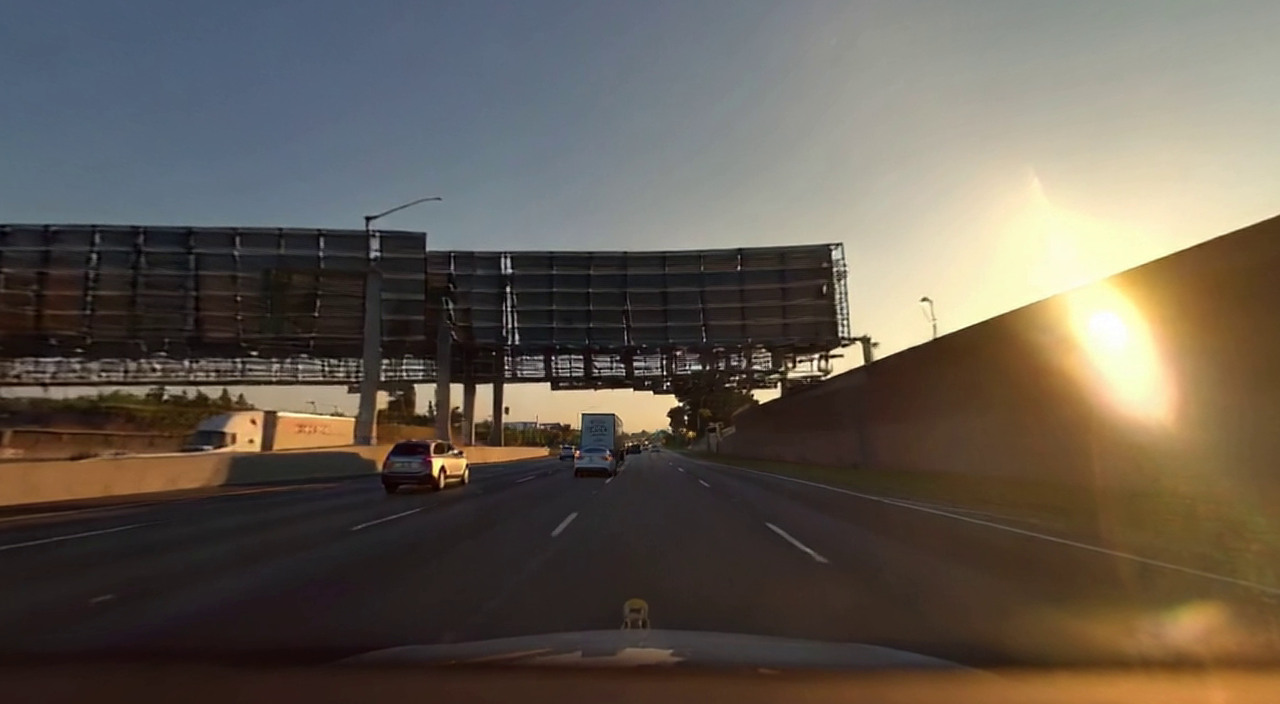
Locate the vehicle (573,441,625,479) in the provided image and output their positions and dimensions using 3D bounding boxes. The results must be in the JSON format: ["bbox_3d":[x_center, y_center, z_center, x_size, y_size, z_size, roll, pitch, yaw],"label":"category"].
[{"bbox_3d":[-1.796,4.864,28.579,2.168,1.597,3.615,0,-9,-1],"label":"vehicle"}]

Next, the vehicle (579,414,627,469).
[{"bbox_3d":[-2.413,6.263,43.989,2.794,3.460,8.595,0,-9,0],"label":"vehicle"}]

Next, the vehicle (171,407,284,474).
[{"bbox_3d":[-26.773,5.826,41.319,3.136,3.981,6.053,0,-9,0],"label":"vehicle"}]

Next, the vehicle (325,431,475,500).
[{"bbox_3d":[-6.926,3.336,18.968,2.401,1.759,5.126,0,-9,1],"label":"vehicle"}]

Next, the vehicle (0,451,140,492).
[{"bbox_3d":[-22.556,4.652,24.938,1.809,1.439,4.530,0,-9,0],"label":"vehicle"}]
